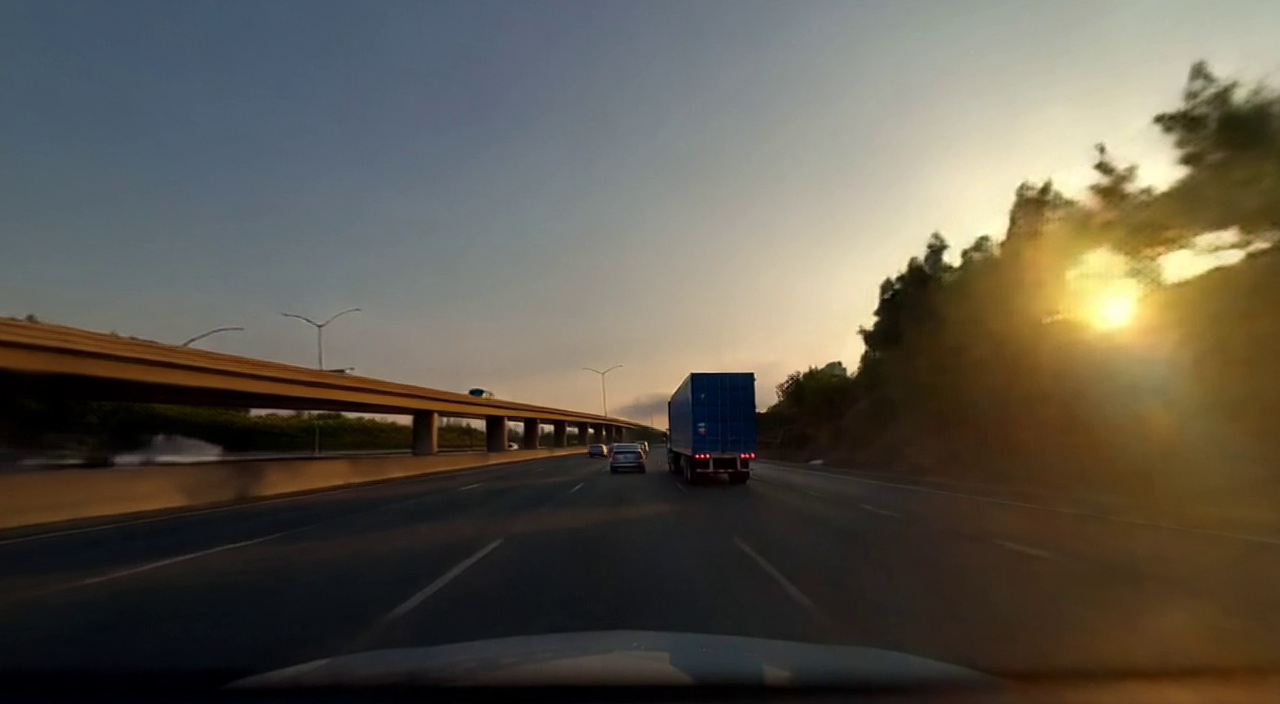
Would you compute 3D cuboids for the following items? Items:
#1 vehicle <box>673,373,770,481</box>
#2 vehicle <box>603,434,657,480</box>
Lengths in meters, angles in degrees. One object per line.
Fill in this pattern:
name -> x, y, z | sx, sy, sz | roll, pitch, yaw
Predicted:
vehicle -> 3.306, 3.546, 28.766 | 2.964, 4.063, 10.072 | 0, -9, -1
vehicle -> -0.375, 4.377, 26.544 | 2.077, 1.716, 4.514 | 0, -9, 0
